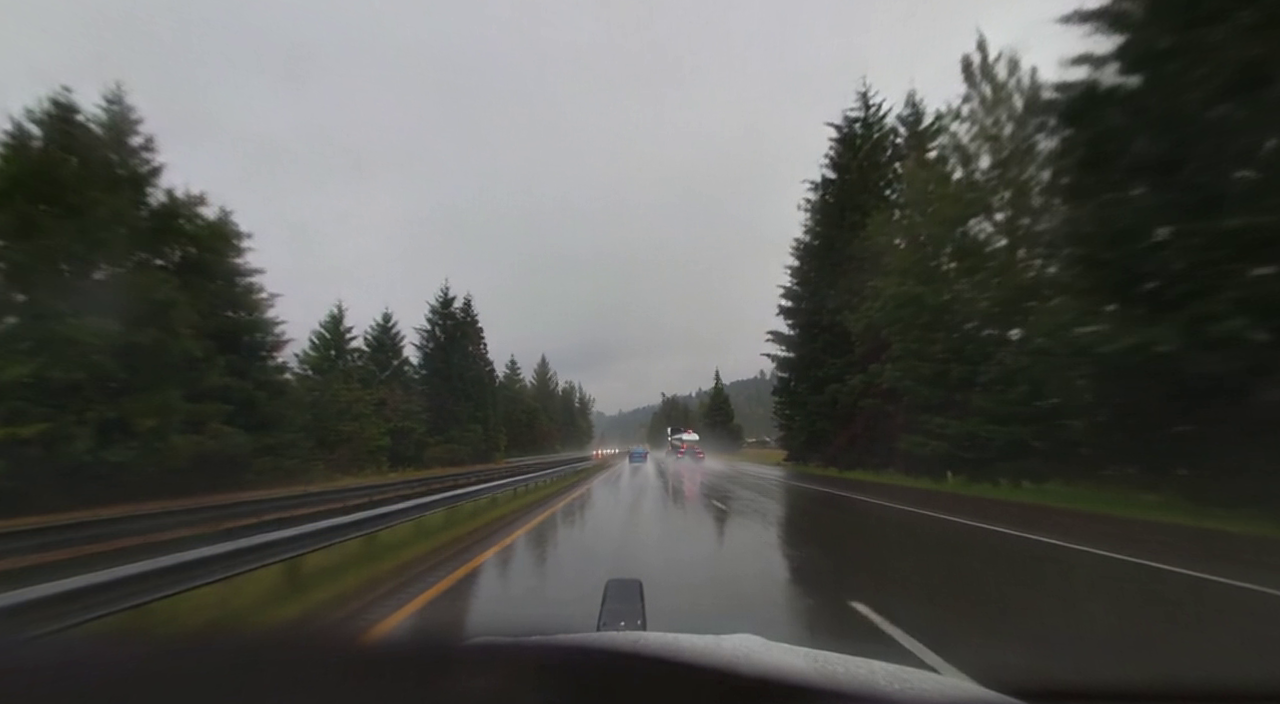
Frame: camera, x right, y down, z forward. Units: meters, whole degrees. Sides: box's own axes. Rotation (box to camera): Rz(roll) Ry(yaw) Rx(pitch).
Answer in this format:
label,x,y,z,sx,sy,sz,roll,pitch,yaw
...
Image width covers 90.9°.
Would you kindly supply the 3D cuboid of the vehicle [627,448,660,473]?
label,x,y,z,sx,sy,sz,roll,pitch,yaw
vehicle,0.222,6.630,38.657,1.926,1.386,3.615,0,-9,0
